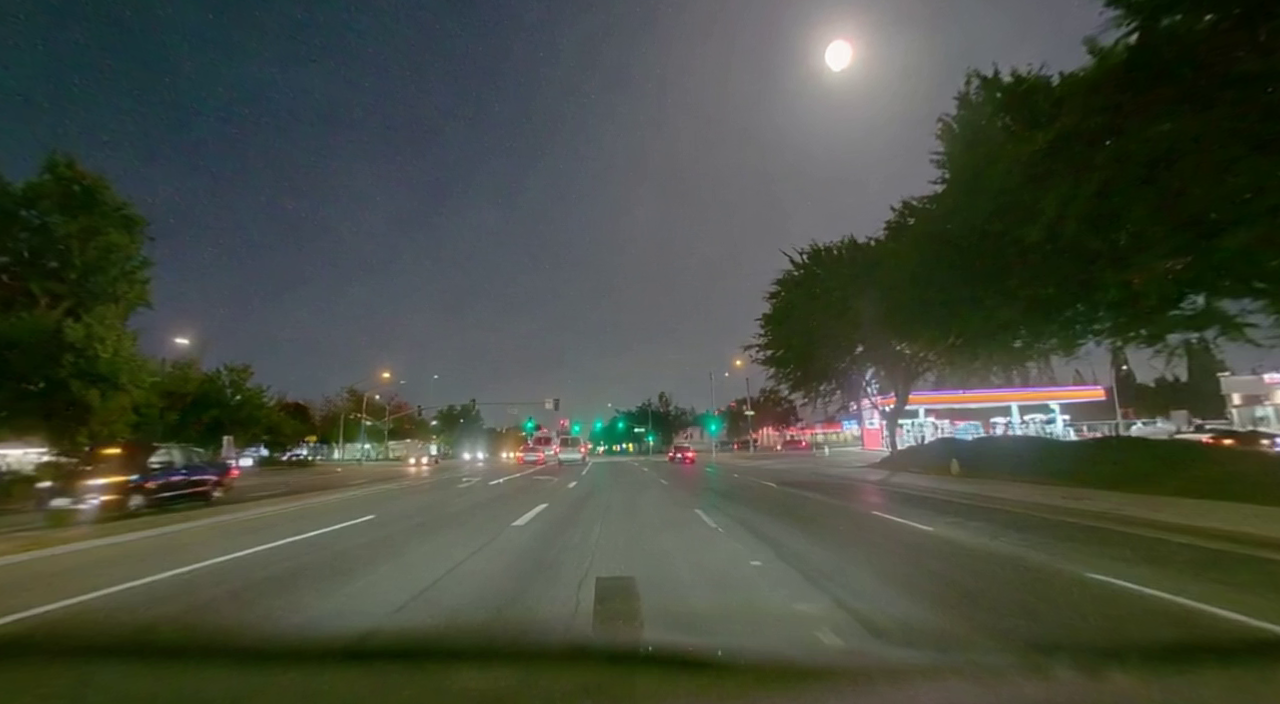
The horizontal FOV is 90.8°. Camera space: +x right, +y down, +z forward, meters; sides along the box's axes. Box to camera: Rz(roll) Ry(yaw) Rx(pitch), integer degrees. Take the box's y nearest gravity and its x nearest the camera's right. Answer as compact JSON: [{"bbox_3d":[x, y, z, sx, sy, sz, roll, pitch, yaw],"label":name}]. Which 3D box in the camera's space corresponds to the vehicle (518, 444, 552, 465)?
[{"bbox_3d":[-7.875,7.736,47.765,1.993,1.490,4.768,0,-8,-2],"label":"vehicle"}]

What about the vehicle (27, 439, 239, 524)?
[{"bbox_3d":[-13.187,3.335,16.917,2.003,1.922,4.463,0,-8,-2],"label":"vehicle"}]

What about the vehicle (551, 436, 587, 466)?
[{"bbox_3d":[-5.050,7.146,45.673,2.206,2.007,5.190,0,-8,-3],"label":"vehicle"}]
